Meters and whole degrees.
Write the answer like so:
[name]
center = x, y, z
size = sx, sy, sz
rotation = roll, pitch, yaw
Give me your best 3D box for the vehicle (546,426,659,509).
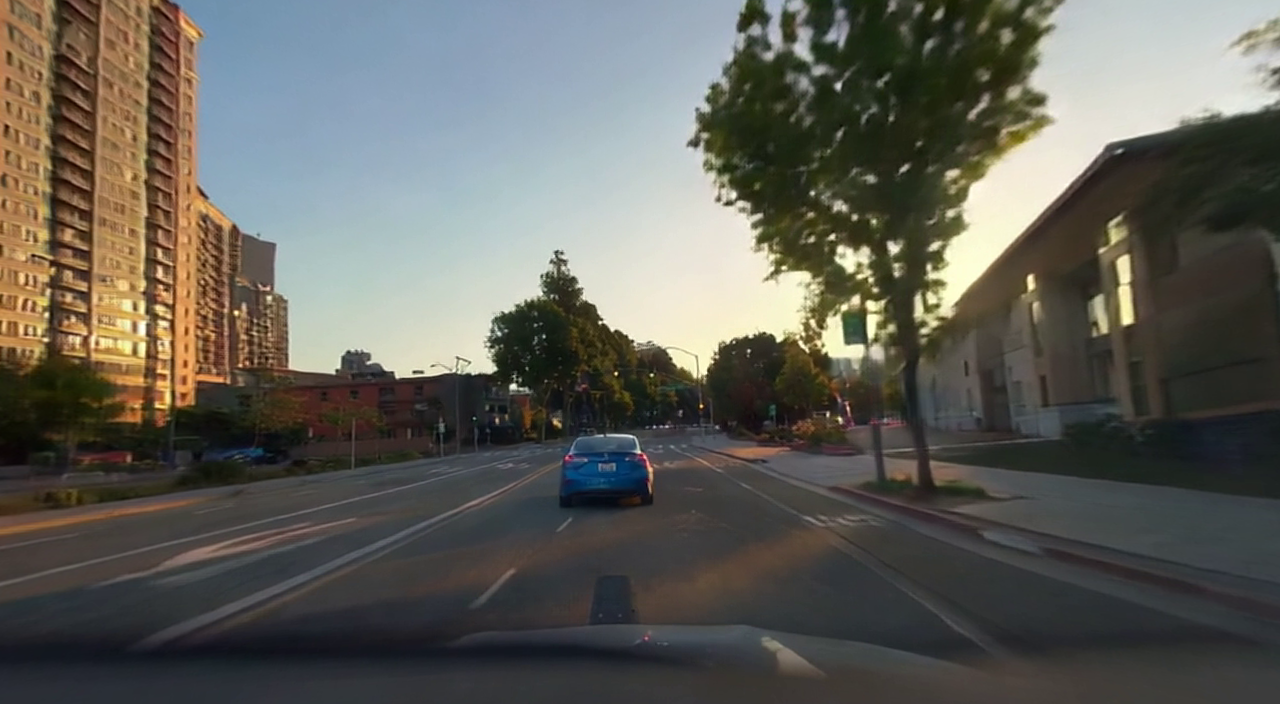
[vehicle]
center = -0.858, 2.255, 12.930
size = 1.950, 1.401, 4.159
rotation = 1, -8, -6
